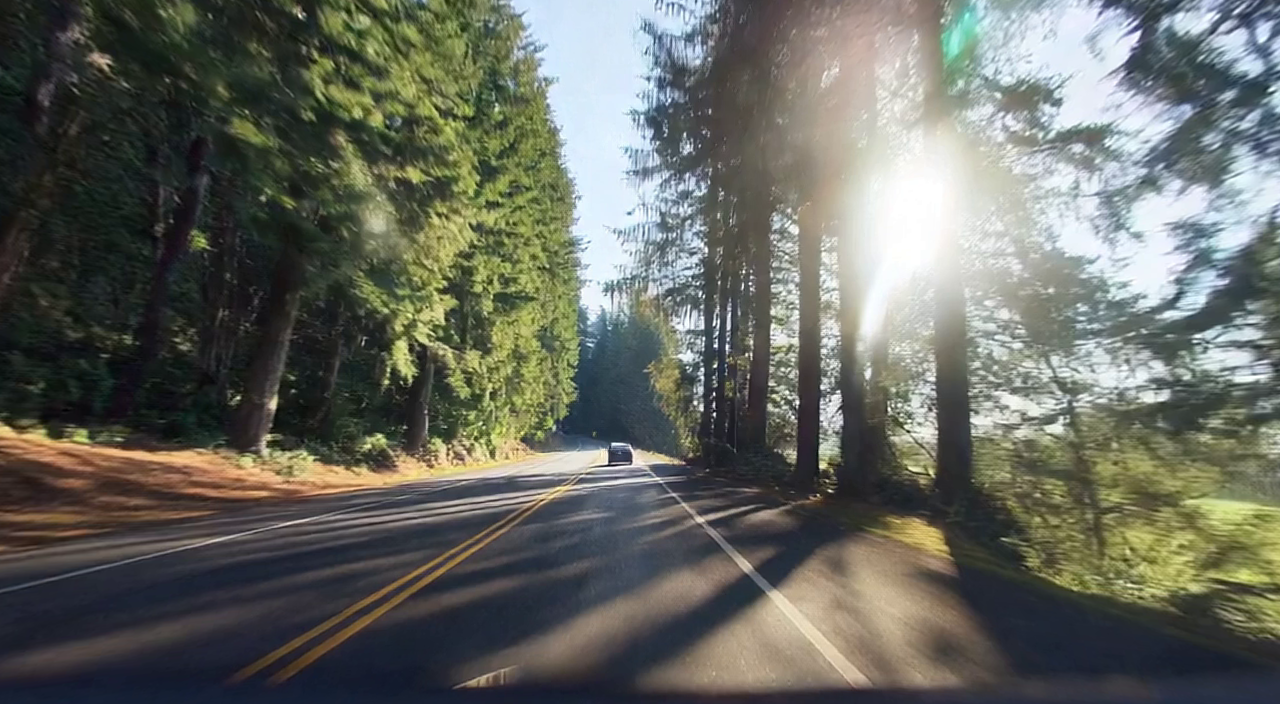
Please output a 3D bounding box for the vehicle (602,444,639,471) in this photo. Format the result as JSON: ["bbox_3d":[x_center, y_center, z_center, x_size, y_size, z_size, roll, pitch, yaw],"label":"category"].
[{"bbox_3d":[-1.180,6.256,37.693,2.042,1.489,3.963,0,-9,-2],"label":"vehicle"}]
